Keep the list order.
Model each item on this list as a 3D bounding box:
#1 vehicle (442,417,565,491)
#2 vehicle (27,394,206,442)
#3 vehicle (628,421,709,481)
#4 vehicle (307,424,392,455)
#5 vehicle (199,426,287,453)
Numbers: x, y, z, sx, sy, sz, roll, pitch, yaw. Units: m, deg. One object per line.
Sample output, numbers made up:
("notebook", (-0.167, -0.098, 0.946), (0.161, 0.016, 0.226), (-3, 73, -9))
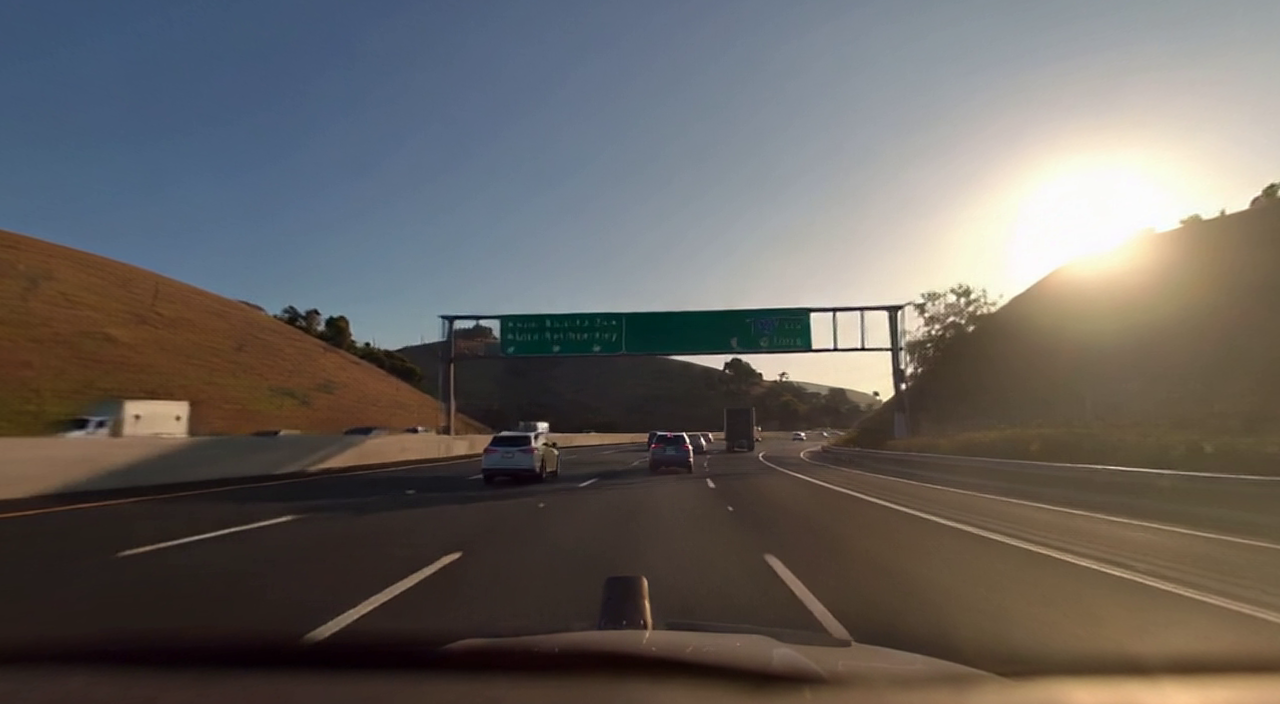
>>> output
("vehicle", (-3.460, 2.702, 16.985), (2.077, 1.712, 4.406), (-1, -8, 4))
("vehicle", (-40.299, 5.399, 49.596), (3.183, 3.239, 12.201), (-1, -8, 3))
("vehicle", (1.037, 3.362, 21.618), (2.484, 1.820, 4.497), (-1, -8, 4))
("vehicle", (-15.842, 4.828, 34.670), (2.217, 1.546, 4.425), (-1, -8, 6))
("vehicle", (-22.804, 5.050, 36.468), (1.954, 1.450, 4.345), (-1, -8, 6))
